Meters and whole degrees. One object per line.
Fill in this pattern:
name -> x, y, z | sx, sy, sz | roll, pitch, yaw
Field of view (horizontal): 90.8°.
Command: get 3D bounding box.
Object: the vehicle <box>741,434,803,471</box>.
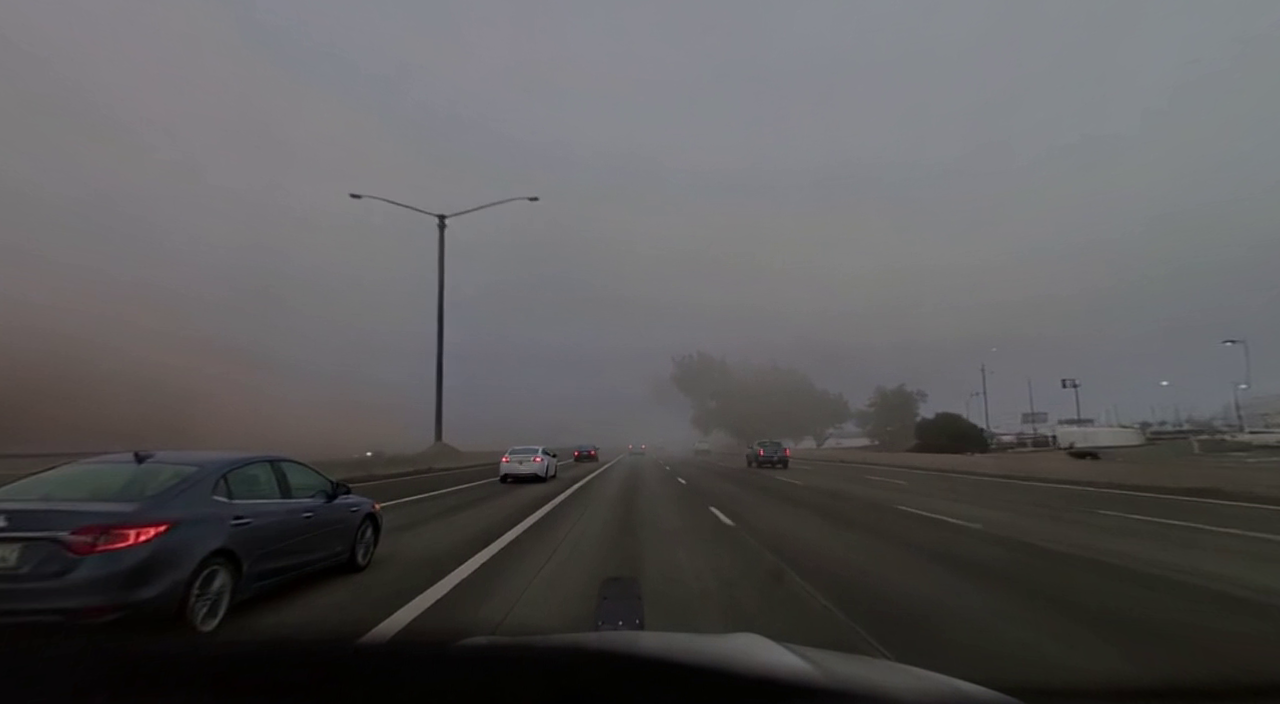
vehicle -> 6.820, 5.260, 33.202 | 2.147, 1.769, 4.666 | 0, -9, -1

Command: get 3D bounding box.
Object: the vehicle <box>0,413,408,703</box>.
vehicle -> -3.484, 1.276, 4.534 | 1.959, 1.433, 4.291 | 0, -9, 1

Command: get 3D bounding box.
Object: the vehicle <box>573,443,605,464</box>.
vehicle -> -3.823, 7.692, 48.045 | 2.078, 1.464, 4.093 | 0, -9, 0

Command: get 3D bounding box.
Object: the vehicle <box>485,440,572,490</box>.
vehicle -> -3.633, 3.775, 21.438 | 2.047, 1.469, 4.614 | 0, -9, 1
